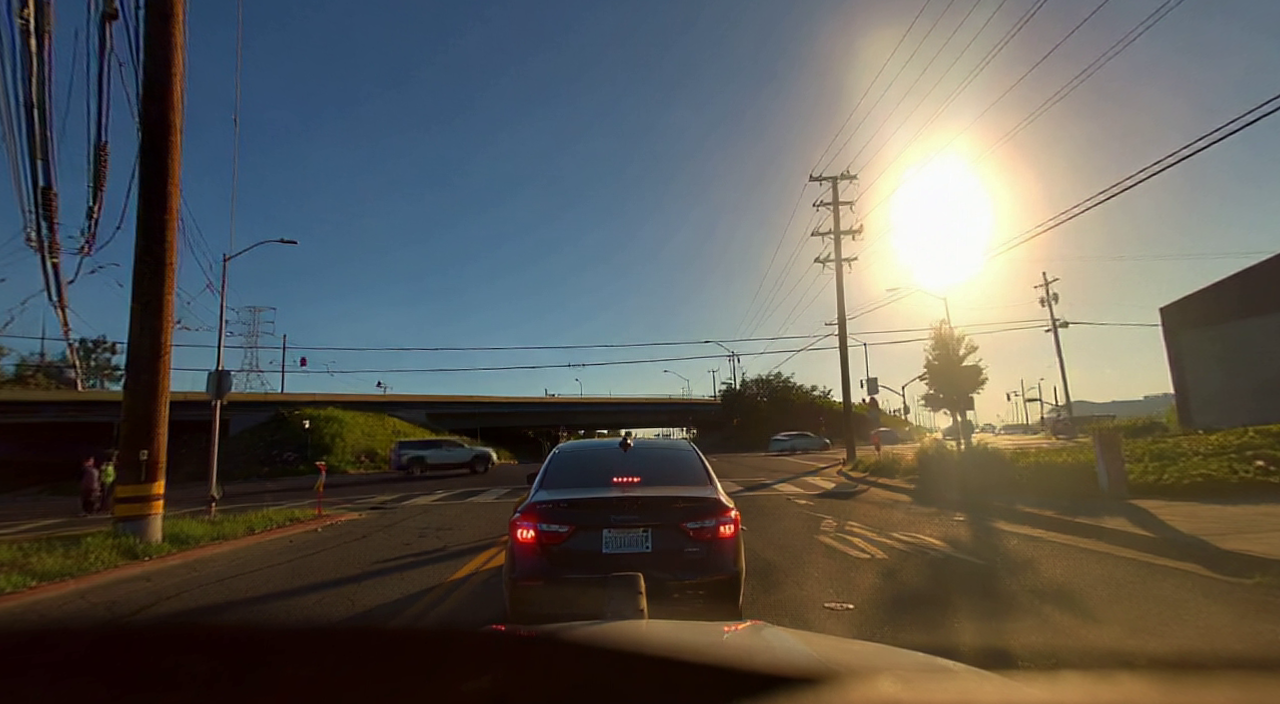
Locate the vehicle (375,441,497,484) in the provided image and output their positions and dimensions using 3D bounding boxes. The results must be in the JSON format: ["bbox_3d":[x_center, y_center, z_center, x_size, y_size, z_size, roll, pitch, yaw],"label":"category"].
[{"bbox_3d":[-8.446,4.556,26.402,1.901,1.637,4.435,-9,-12,44],"label":"vehicle"}]

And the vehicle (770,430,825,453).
[{"bbox_3d":[12.051,6.859,48.041,1.986,1.667,4.748,-8,-12,43],"label":"vehicle"}]

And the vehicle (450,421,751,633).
[{"bbox_3d":[-0.240,1.526,6.470,2.090,1.458,4.033,-1,-9,1],"label":"vehicle"}]
